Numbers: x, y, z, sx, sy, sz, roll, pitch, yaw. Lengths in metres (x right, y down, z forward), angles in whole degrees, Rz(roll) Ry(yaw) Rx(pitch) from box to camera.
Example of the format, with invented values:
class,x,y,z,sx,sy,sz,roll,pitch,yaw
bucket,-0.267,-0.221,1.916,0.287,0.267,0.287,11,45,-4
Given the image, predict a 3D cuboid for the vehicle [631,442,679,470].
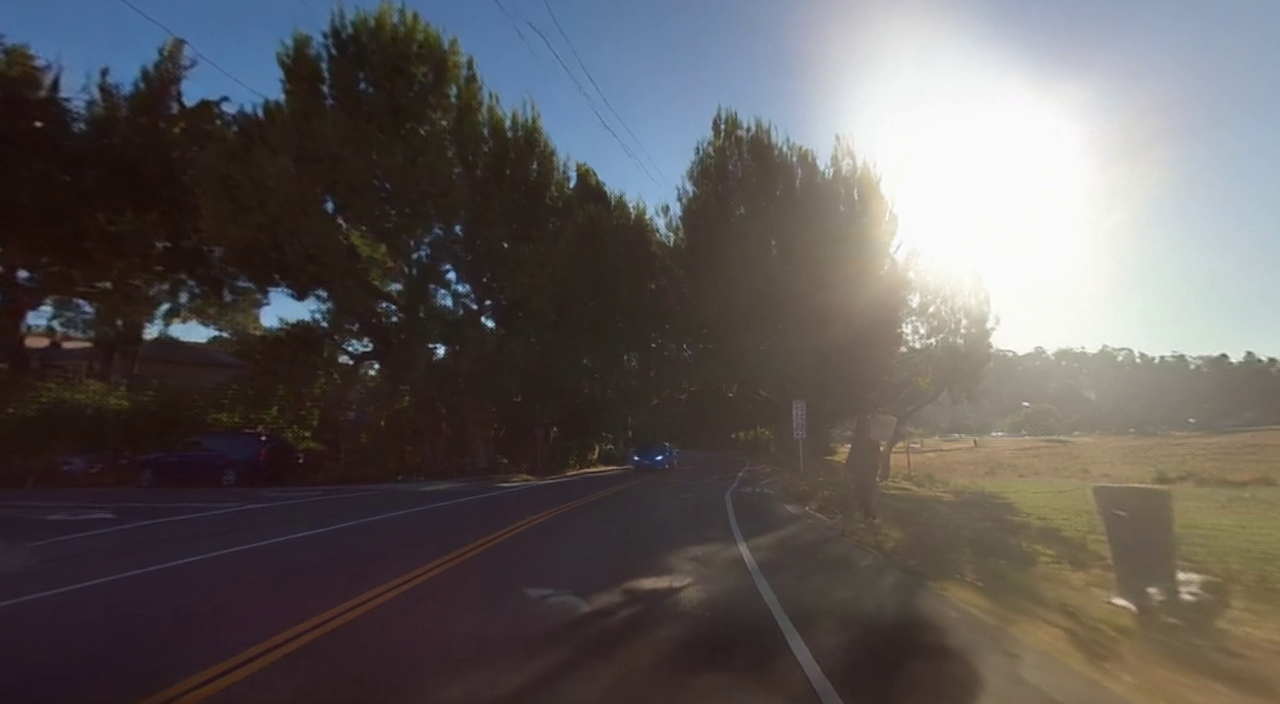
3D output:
class,x,y,z,sx,sy,sz,roll,pitch,yaw
vehicle,0.937,5.919,36.196,2.190,1.499,4.209,-1,-9,10
